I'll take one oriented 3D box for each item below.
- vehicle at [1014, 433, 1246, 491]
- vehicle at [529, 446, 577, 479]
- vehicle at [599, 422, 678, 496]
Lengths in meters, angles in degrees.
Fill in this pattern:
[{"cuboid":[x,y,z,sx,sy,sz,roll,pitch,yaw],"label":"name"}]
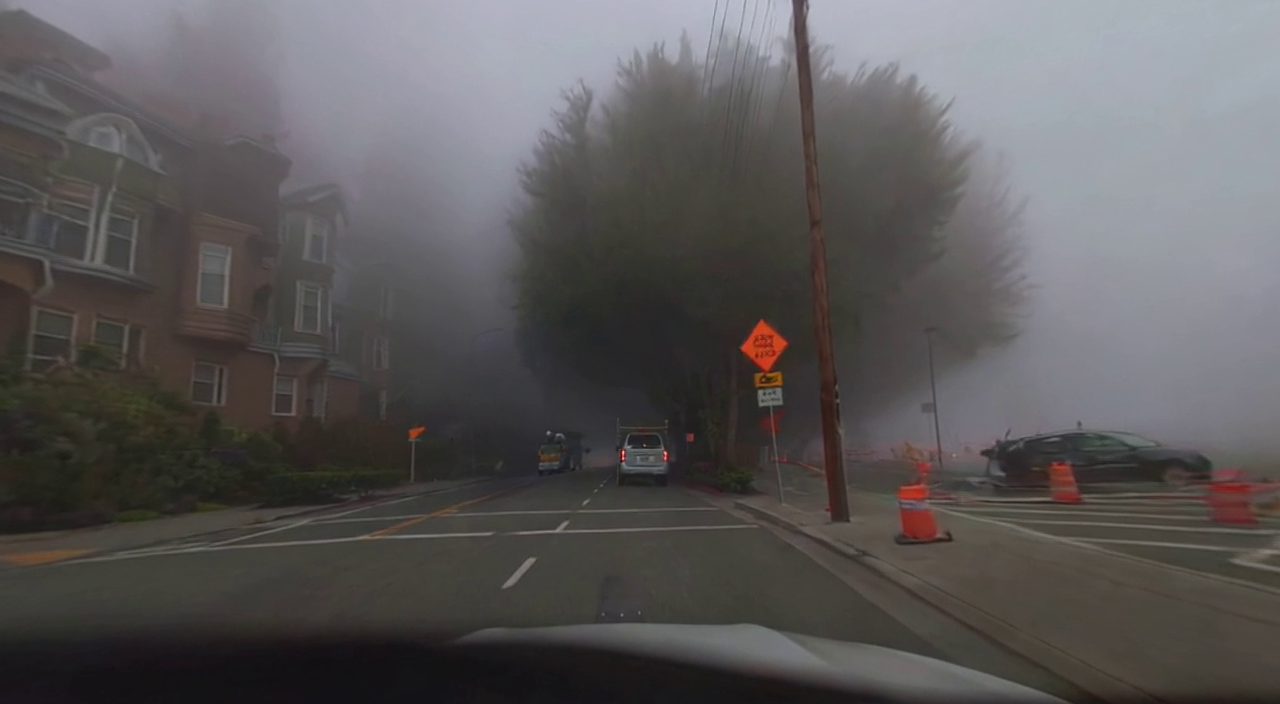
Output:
[{"cuboid":[13.165,3.000,17.305,4.567,1.448,1.890,-1,-9,8],"label":"vehicle"},{"cuboid":[-6.040,7.753,44.629,2.502,2.163,5.833,0,-9,0],"label":"vehicle"},{"cuboid":[-0.063,3.366,20.088,2.169,2.015,5.206,0,-9,-1],"label":"vehicle"}]
